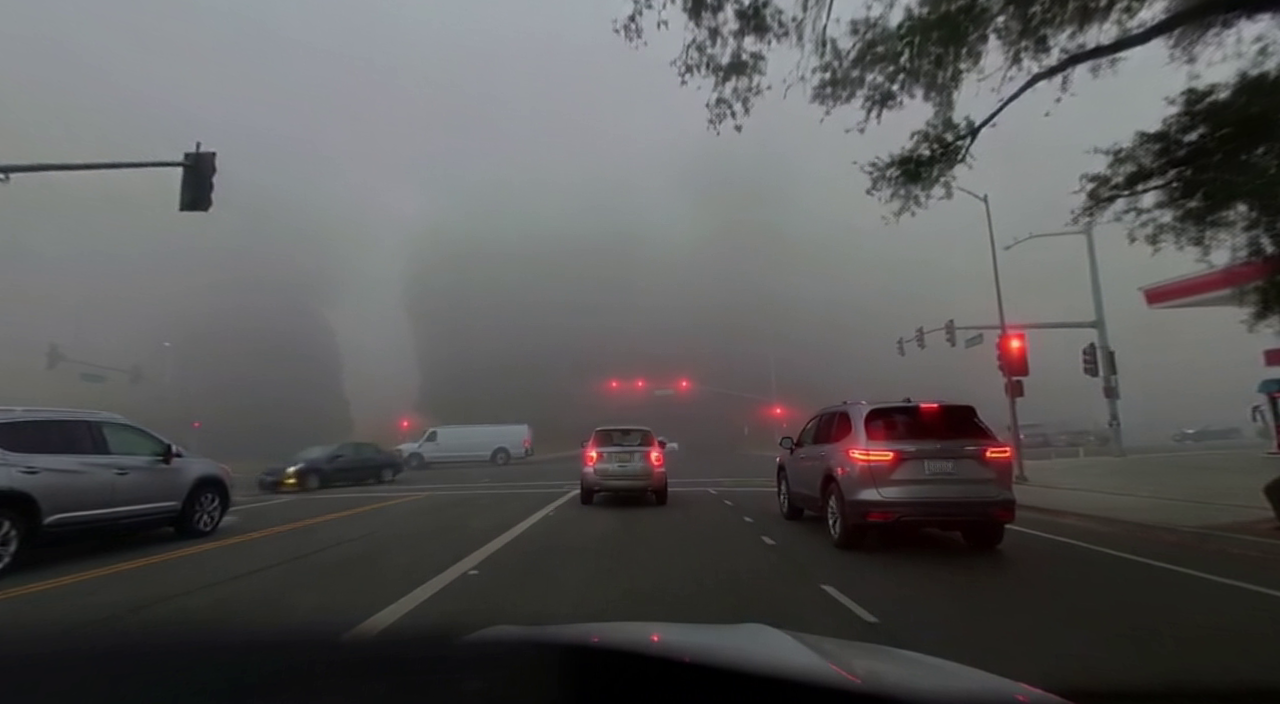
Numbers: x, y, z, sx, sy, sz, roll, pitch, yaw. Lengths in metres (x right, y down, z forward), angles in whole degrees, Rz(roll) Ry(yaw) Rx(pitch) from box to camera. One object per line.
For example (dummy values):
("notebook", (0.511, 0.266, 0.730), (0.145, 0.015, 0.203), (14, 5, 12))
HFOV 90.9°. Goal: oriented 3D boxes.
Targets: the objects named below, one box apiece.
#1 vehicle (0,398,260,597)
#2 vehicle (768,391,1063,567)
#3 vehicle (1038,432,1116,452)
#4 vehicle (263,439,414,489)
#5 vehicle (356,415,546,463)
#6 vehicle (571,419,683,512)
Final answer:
("vehicle", (-6.757, 1.492, 6.897), (2.011, 1.774, 4.866), (0, -8, 2))
("vehicle", (3.245, 1.606, 8.638), (2.083, 1.779, 4.347), (0, -8, 0))
("vehicle", (33.428, 6.885, 48.252), (4.562, 1.456, 1.825), (0, -8, 1))
("vehicle", (-10.059, 3.746, 21.460), (1.847, 1.508, 4.366), (-4, -9, 25))
("vehicle", (-13.311, 6.309, 45.456), (12.640, 3.321, 2.995), (1, -8, -3))
("vehicle", (-0.218, 2.394, 13.712), (2.067, 1.702, 3.987), (0, -8, 1))
